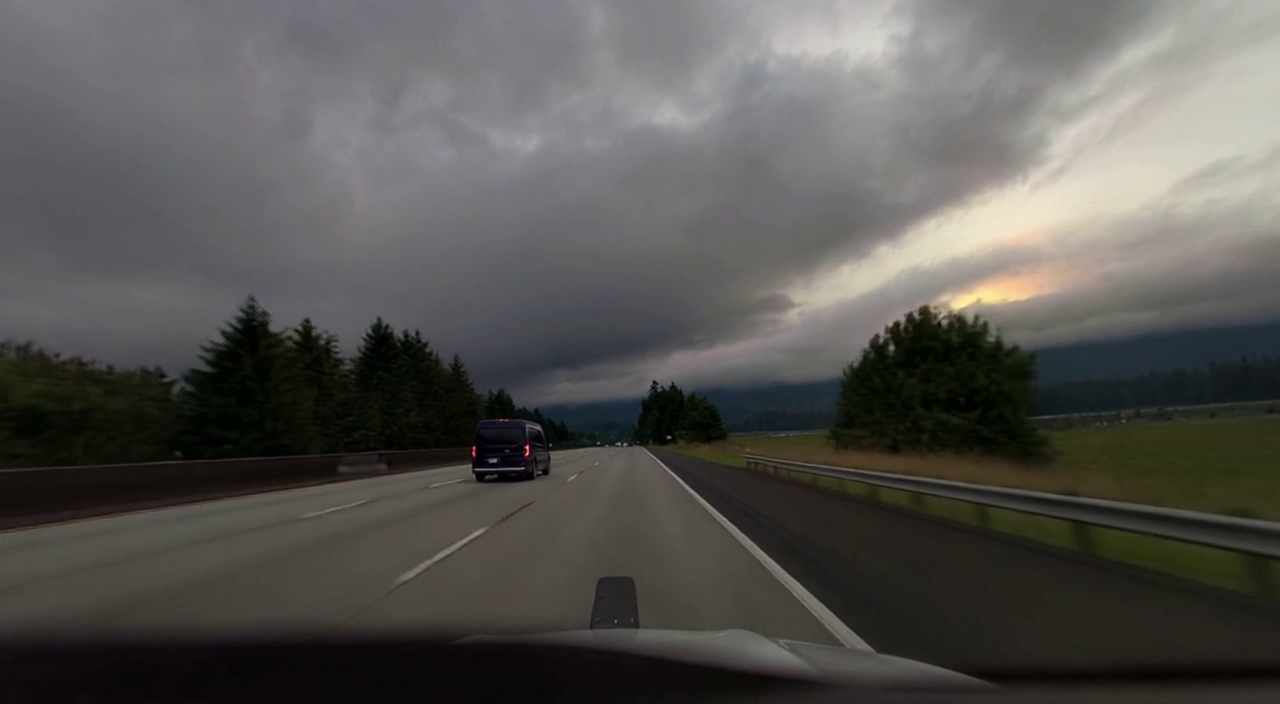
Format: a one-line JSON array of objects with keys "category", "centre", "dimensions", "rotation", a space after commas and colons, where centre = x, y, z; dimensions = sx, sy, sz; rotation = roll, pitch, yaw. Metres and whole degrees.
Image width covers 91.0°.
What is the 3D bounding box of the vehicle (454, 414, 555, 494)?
[{"category": "vehicle", "centre": [-3.827, 2.988, 18.722], "dimensions": [1.976, 2.029, 4.737], "rotation": [-1, -8, 0]}]
